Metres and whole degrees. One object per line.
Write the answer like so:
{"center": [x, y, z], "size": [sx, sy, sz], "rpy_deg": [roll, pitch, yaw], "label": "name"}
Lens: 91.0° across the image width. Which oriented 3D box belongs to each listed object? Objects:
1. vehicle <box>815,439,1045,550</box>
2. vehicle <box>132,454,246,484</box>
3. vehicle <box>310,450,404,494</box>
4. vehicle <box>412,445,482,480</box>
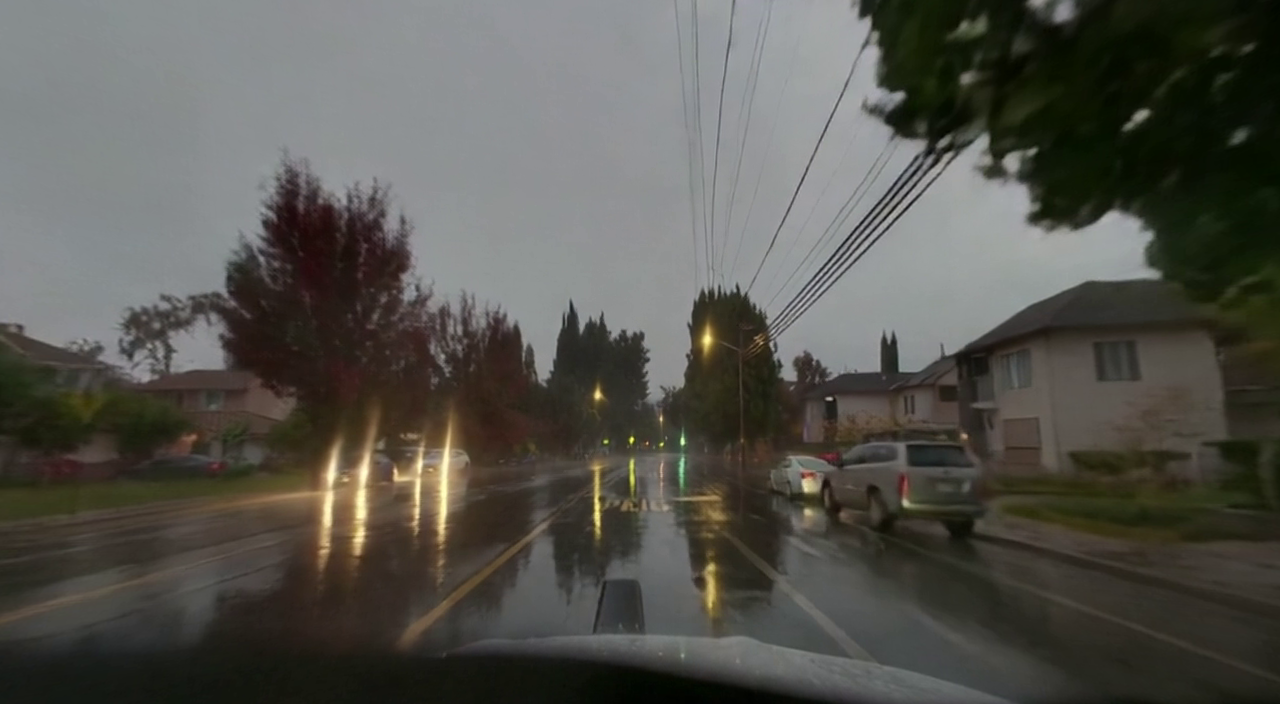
{"center": [5.149, 2.565, 12.221], "size": [2.009, 1.649, 5.156], "rpy_deg": [0, -9, 0], "label": "vehicle"}
{"center": [-23.193, 6.012, 32.513], "size": [4.326, 1.468, 2.025], "rpy_deg": [0, -9, 1], "label": "vehicle"}
{"center": [-12.029, 5.120, 27.127], "size": [1.907, 1.612, 4.594], "rpy_deg": [-3, -10, 0], "label": "vehicle"}
{"center": [-11.543, 6.665, 38.196], "size": [2.225, 1.887, 5.672], "rpy_deg": [-3, -9, 3], "label": "vehicle"}
